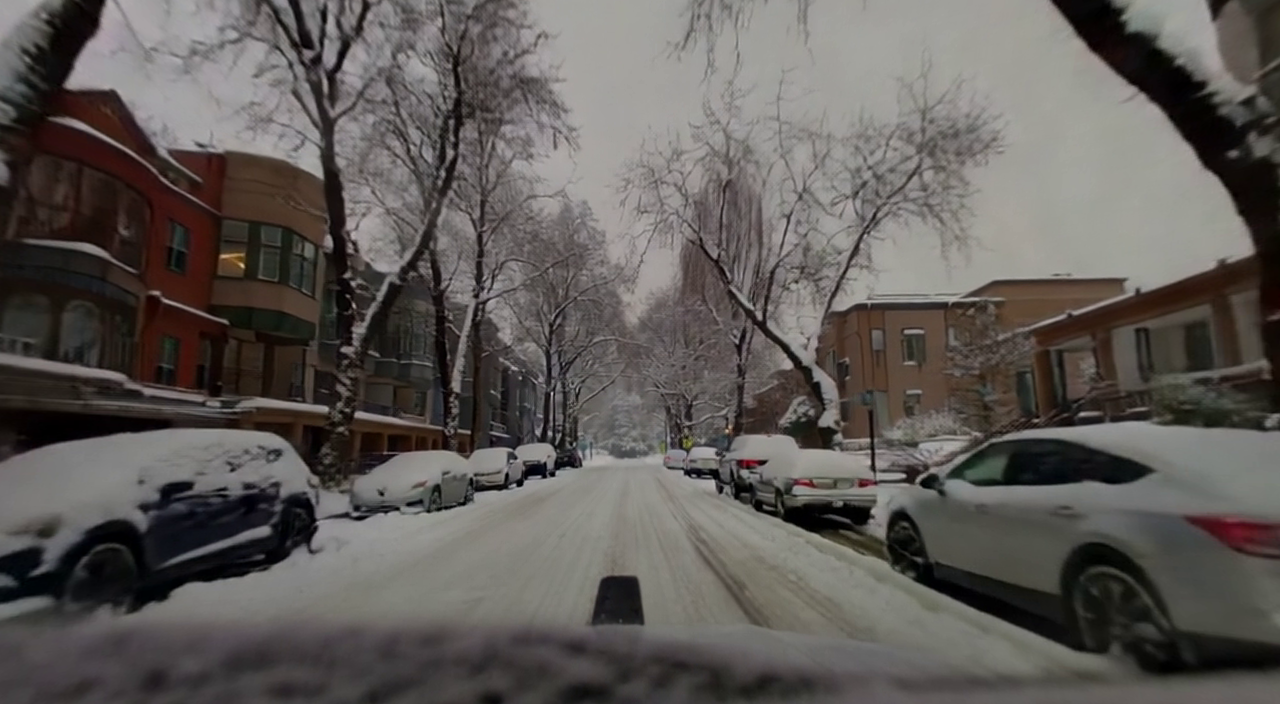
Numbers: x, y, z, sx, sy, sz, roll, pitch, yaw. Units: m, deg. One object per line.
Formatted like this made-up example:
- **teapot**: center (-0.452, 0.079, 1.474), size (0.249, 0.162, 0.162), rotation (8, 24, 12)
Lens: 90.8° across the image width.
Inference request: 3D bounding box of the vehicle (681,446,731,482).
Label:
- **vehicle**: center (3.652, 6.261, 35.691), size (2.137, 1.848, 4.953), rotation (0, -9, -2)

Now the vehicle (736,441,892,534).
- **vehicle**: center (3.536, 2.831, 13.970), size (1.988, 1.652, 5.017), rotation (0, -9, 0)

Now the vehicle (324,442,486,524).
- **vehicle**: center (-5.765, 3.244, 16.407), size (2.256, 1.590, 5.488), rotation (-3, -8, -2)

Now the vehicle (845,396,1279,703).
- **vehicle**: center (3.751, 1.422, 5.317), size (2.187, 1.699, 5.038), rotation (0, -9, -2)

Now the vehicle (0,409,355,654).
- **vehicle**: center (-5.600, 1.684, 7.209), size (2.222, 1.735, 5.215), rotation (0, -9, 1)
